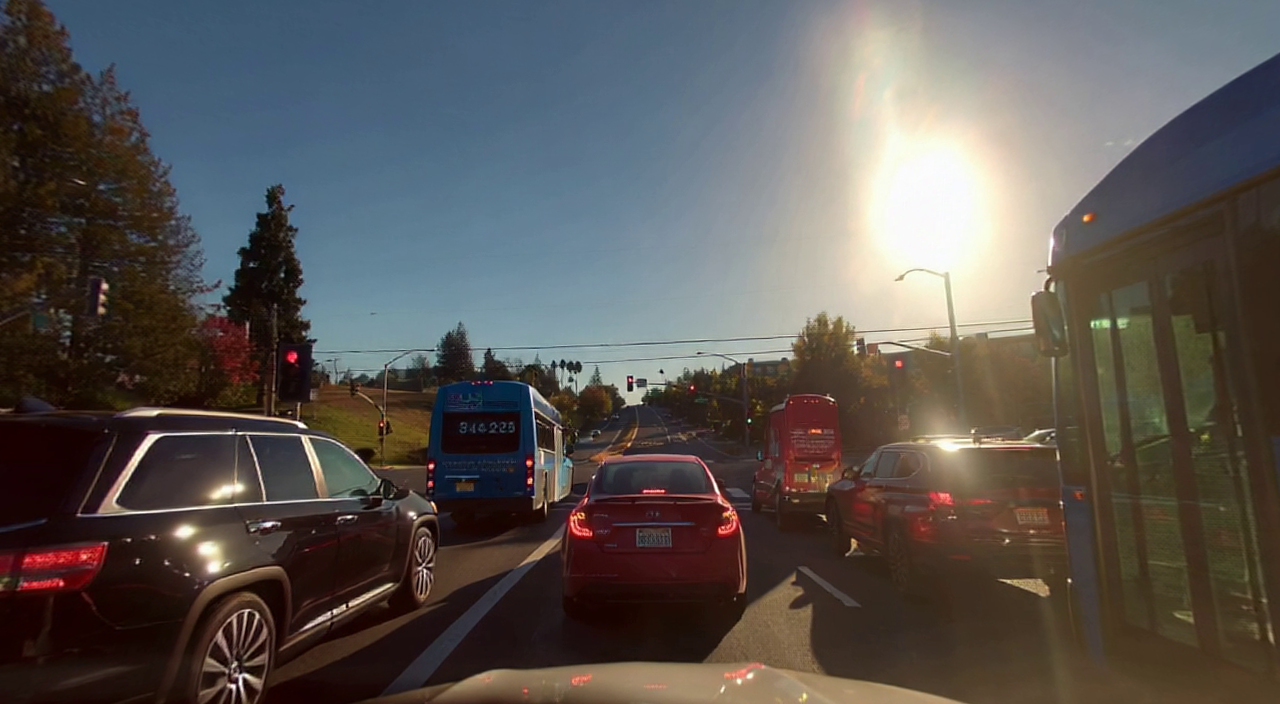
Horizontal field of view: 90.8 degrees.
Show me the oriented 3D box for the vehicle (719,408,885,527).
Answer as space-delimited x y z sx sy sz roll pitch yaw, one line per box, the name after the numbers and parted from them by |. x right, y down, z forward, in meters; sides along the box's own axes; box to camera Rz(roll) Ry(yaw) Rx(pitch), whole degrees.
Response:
3.142 2.401 13.675 2.143 2.036 5.367 0 -8 0 | vehicle

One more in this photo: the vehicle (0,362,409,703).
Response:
-3.408 1.180 4.627 1.921 1.701 3.989 0 -8 -1 | vehicle

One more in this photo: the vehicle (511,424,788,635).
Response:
0.057 1.545 6.412 1.976 1.485 3.624 0 -8 0 | vehicle

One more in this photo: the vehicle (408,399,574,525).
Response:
-2.942 2.352 13.961 2.335 2.221 5.165 0 -8 1 | vehicle

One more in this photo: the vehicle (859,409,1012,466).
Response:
17.586 5.141 37.922 7.839 3.213 2.628 0 -8 -3 | vehicle

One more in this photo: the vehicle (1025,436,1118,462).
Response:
25.900 5.825 37.991 4.229 1.489 1.794 0 -8 -1 | vehicle
